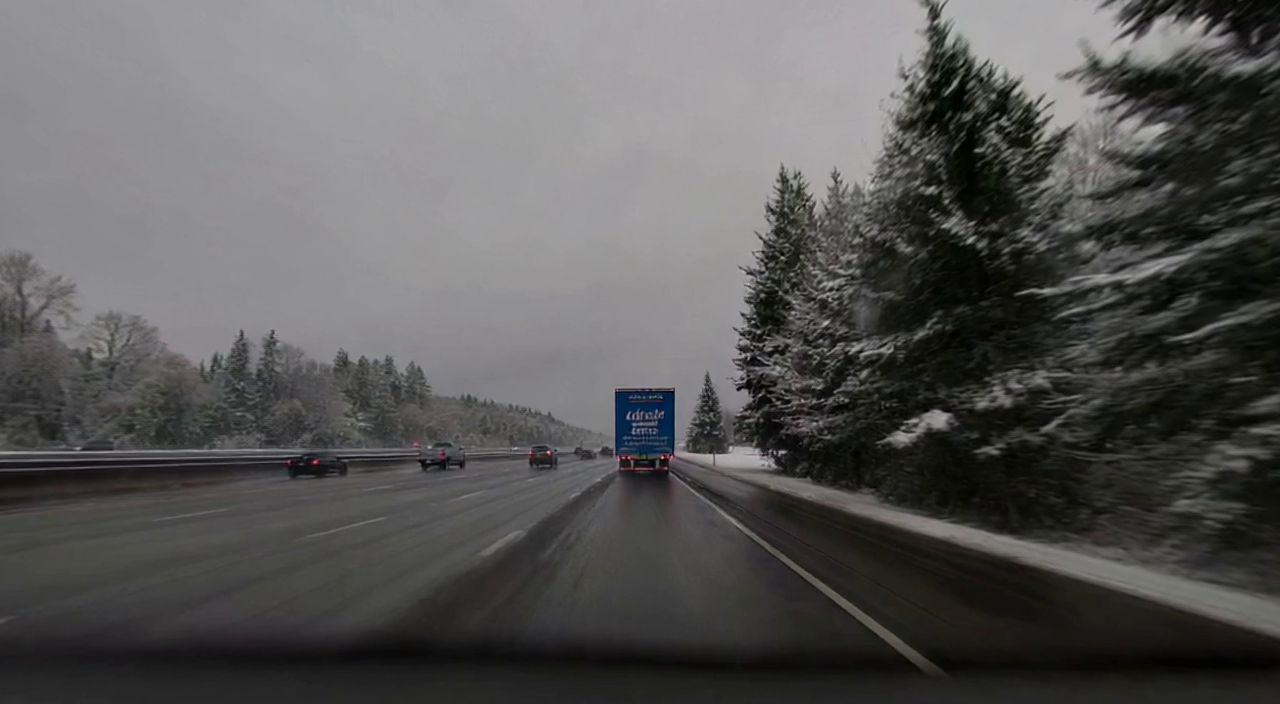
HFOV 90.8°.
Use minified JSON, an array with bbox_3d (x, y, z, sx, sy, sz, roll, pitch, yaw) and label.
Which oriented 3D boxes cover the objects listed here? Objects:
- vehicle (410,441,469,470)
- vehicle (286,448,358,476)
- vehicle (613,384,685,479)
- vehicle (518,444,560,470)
[{"bbox_3d":[-14.127,7.348,44.938,2.296,1.907,5.659,0,-9,1],"label":"vehicle"},{"bbox_3d":[-18.410,6.353,36.780,1.901,1.485,4.279,0,-9,0],"label":"vehicle"},{"bbox_3d":[0.318,4.643,35.404,3.140,4.100,15.551,1,-9,-1],"label":"vehicle"},{"bbox_3d":[-7.154,7.479,45.039,2.152,1.732,4.782,0,-9,1],"label":"vehicle"}]
